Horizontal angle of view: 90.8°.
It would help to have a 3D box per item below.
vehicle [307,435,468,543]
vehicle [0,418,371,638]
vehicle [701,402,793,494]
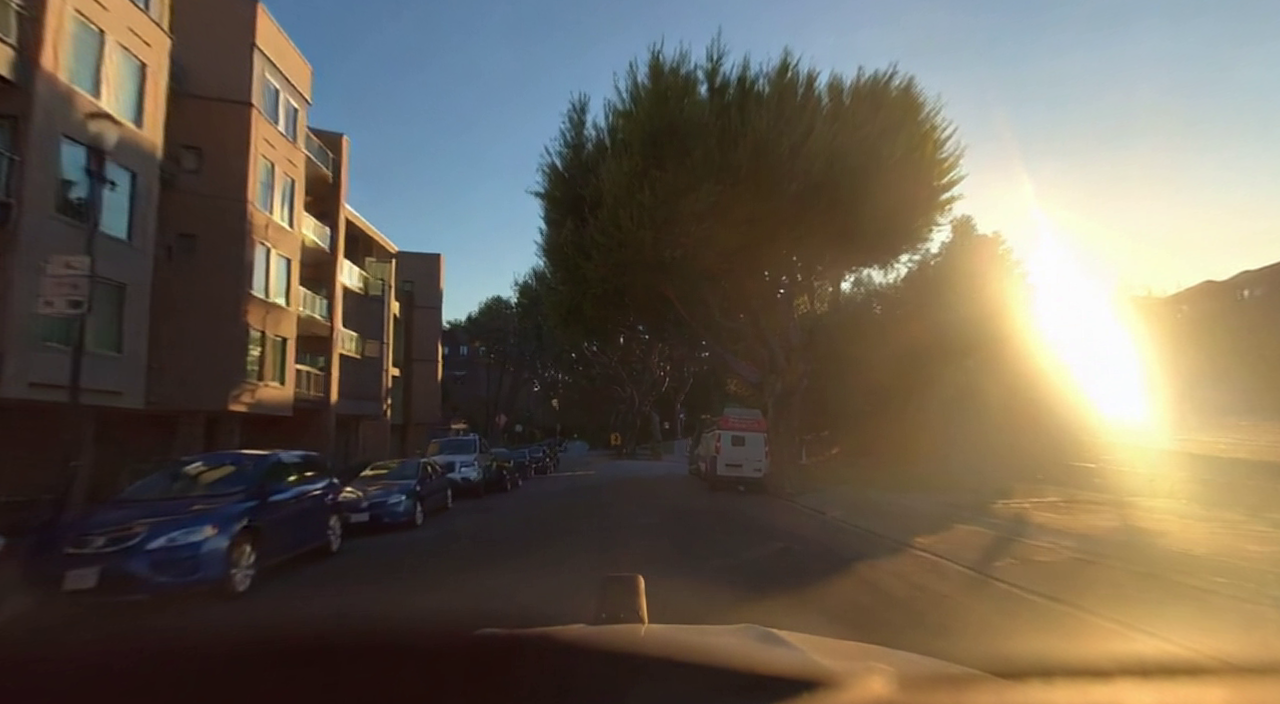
[{"bbox_3d":[-5.247,2.811,13.833,1.837,1.499,4.443,-2,-2,-1],"label":"vehicle"},{"bbox_3d":[-5.297,1.909,8.236,1.824,1.664,4.344,-1,-1,-2],"label":"vehicle"},{"bbox_3d":[3.706,3.153,21.585,1.961,2.656,3.047,-1,-1,35],"label":"vehicle"}]
